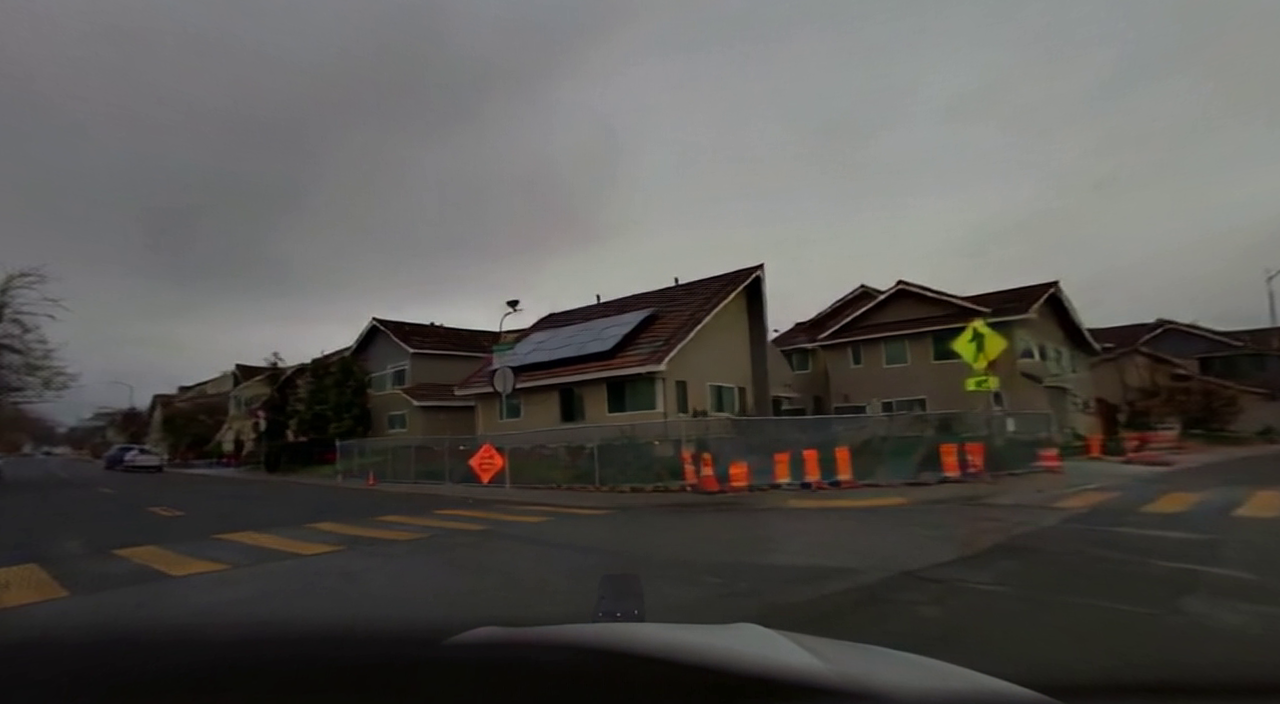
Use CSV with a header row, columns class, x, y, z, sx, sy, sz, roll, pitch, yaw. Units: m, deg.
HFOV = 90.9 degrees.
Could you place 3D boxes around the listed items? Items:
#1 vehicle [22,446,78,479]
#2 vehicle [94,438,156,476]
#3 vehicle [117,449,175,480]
class,x,y,z,sx,sy,sz,roll,pitch,yaw
vehicle,-34.837,6.476,37.131,4.197,1.742,2.050,-8,-10,44
vehicle,-34.372,6.919,41.951,2.492,2.319,5.914,7,-10,-44
vehicle,-27.309,6.157,34.766,1.998,1.494,3.927,7,-10,-43
